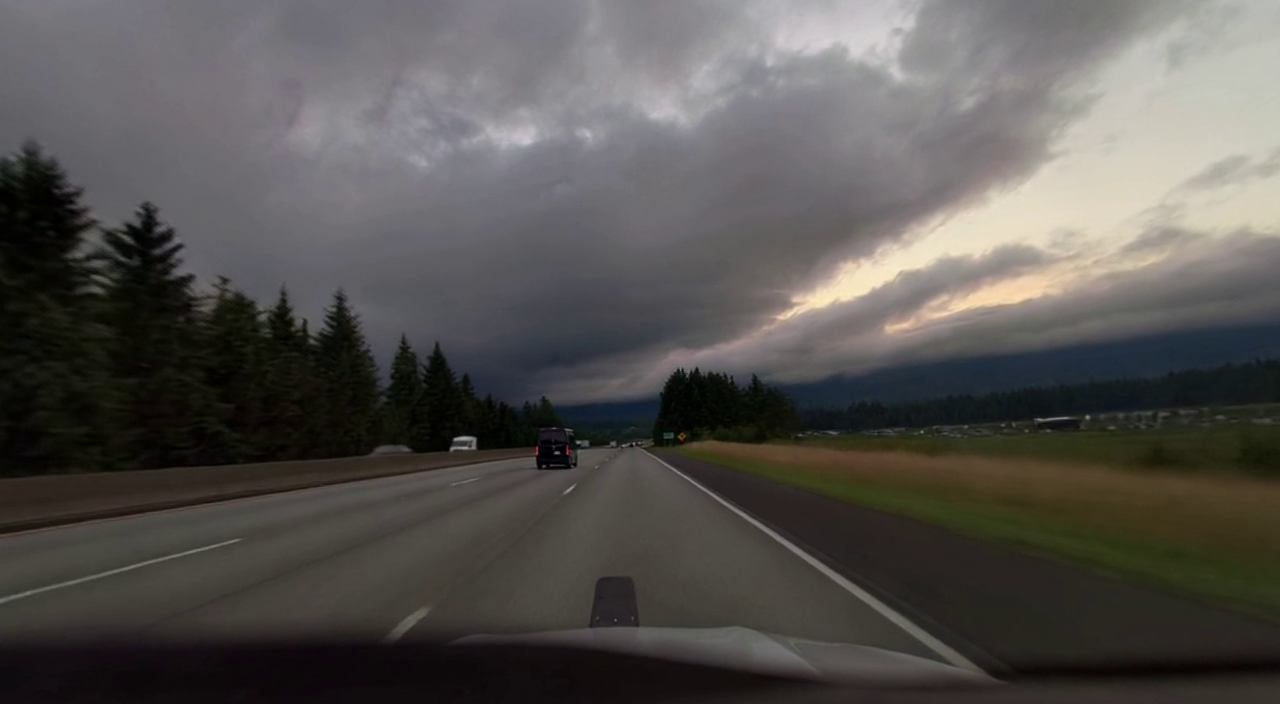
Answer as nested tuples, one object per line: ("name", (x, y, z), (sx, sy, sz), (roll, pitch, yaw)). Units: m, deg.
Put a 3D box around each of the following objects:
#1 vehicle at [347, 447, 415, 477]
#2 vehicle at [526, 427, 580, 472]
("vehicle", (-13.542, 5.747, 33.150), (1.786, 1.453, 4.355), (0, -8, -1))
("vehicle", (-4.178, 4.800, 31.073), (1.976, 2.029, 4.737), (-1, -8, 0))
